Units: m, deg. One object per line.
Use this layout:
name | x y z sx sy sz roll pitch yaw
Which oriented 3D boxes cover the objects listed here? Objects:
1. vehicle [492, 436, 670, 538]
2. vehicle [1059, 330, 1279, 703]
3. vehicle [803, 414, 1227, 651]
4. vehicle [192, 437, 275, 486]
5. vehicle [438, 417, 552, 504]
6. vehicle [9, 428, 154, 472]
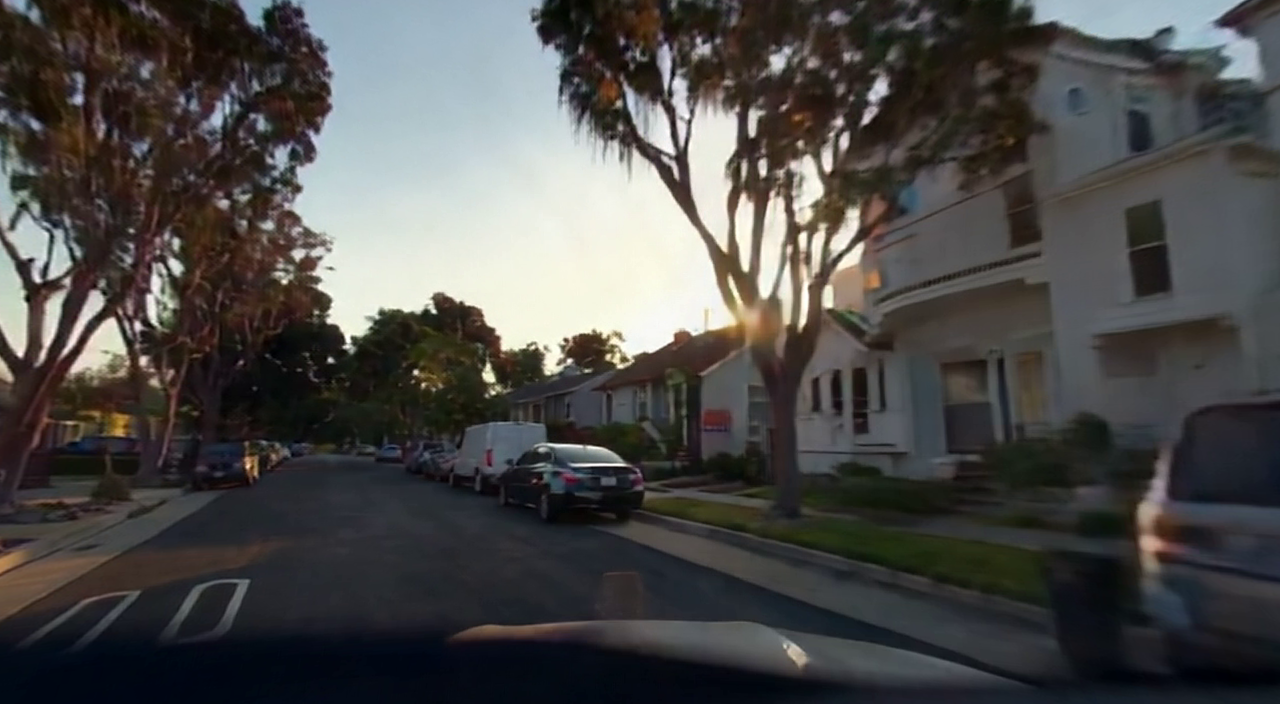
vehicle | -1.362 2.443 12.311 1.828 1.442 4.476 4 -7 -28
vehicle | 5.116 0.999 3.856 4.585 1.969 2.046 4 -10 -26
vehicle | 3.814 1.529 6.322 4.030 1.648 1.827 4 -10 -31
vehicle | -14.049 3.810 22.017 1.908 1.493 4.806 7 -11 -27
vehicle | -4.343 2.958 18.221 1.993 2.129 4.893 4 -7 -27
vehicle | -23.625 4.164 26.847 4.153 1.550 2.029 5 -3 -28
